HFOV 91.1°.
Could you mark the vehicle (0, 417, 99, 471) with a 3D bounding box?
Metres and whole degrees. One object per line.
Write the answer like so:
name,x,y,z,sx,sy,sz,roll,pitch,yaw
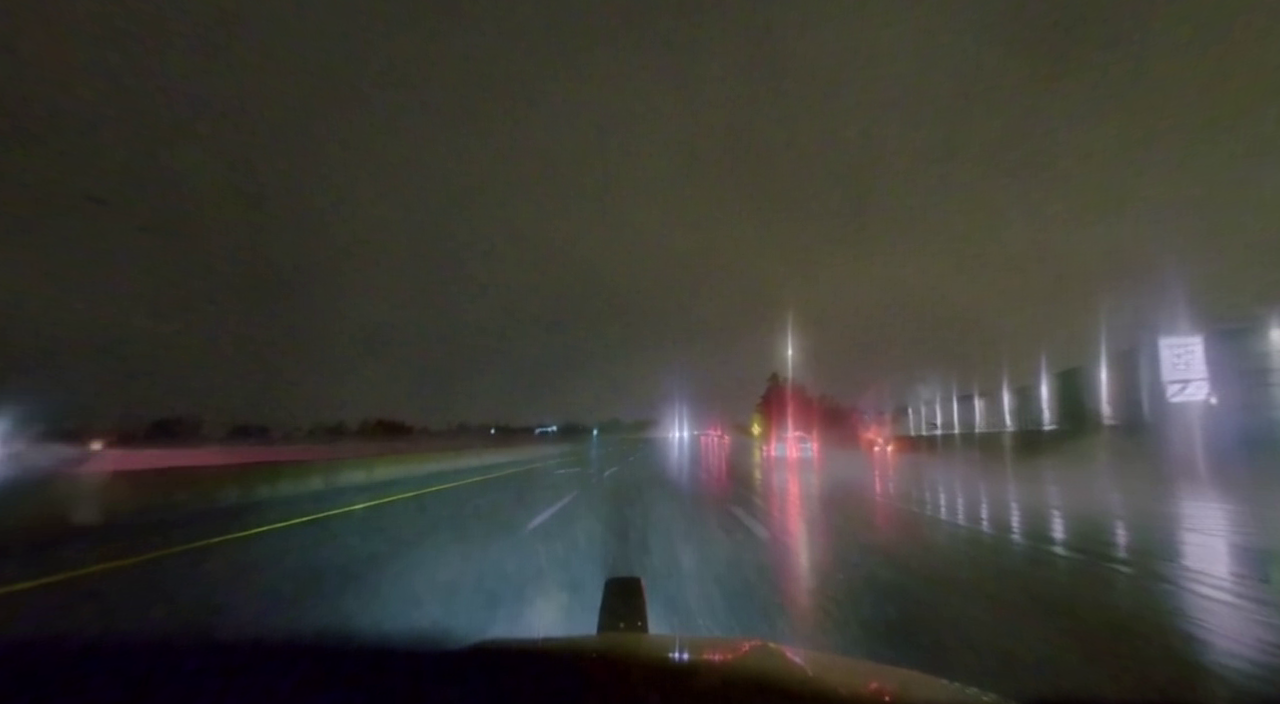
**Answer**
vehicle,-25.690,3.792,25.813,2.140,2.045,5.144,-1,-8,2
